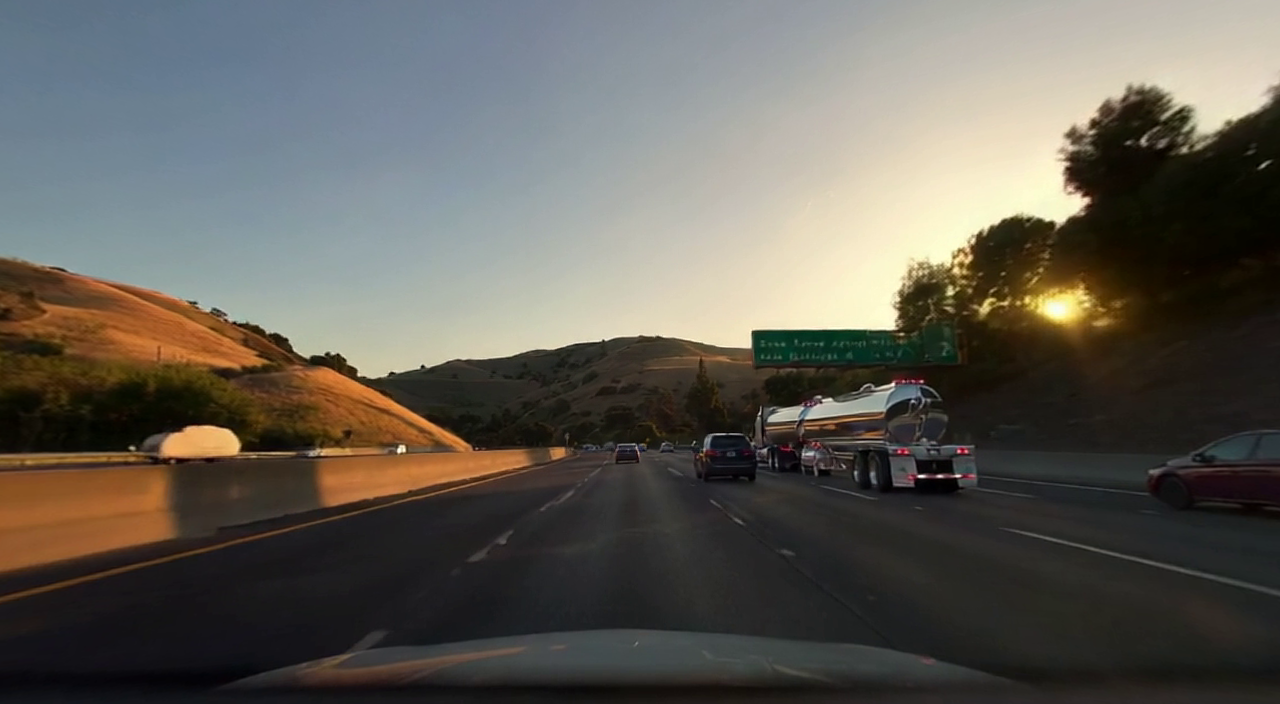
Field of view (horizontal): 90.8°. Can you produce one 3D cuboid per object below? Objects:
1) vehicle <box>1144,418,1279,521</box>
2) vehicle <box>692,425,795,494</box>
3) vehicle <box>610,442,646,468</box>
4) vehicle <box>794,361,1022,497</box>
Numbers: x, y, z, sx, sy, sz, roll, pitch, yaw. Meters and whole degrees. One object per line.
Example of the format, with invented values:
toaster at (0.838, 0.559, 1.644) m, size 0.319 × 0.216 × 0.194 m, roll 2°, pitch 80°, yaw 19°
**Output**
vehicle at (11.181, 1.907, 10.276) m, size 2.008 × 1.624 × 4.667 m, roll 0°, pitch -9°, yaw -1°
vehicle at (2.891, 3.139, 18.767) m, size 2.098 × 1.794 × 4.561 m, roll 0°, pitch -9°, yaw -2°
vehicle at (-0.740, 6.159, 37.864) m, size 2.083 × 1.477 × 3.965 m, roll 0°, pitch -9°, yaw -2°
vehicle at (7.514, 2.544, 19.928) m, size 2.805 × 3.212 × 9.978 m, roll 0°, pitch -9°, yaw 0°
